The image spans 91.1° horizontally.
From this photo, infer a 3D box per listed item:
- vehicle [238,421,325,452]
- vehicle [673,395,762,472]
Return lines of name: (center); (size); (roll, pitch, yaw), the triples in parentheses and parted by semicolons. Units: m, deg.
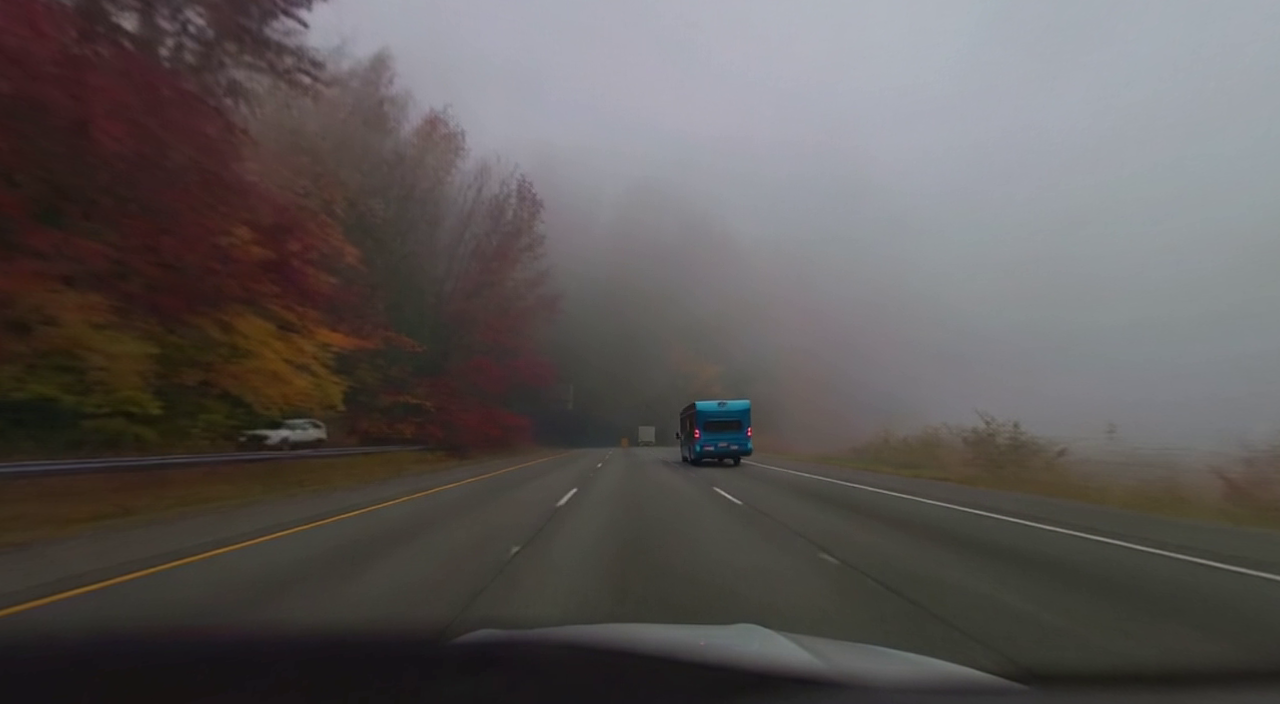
vehicle: (-19.312, 4.598, 34.113); (2.129, 1.551, 4.562); (0, -8, -2)
vehicle: (3.123, 3.557, 27.417); (2.815, 2.876, 7.101); (0, -8, -1)
